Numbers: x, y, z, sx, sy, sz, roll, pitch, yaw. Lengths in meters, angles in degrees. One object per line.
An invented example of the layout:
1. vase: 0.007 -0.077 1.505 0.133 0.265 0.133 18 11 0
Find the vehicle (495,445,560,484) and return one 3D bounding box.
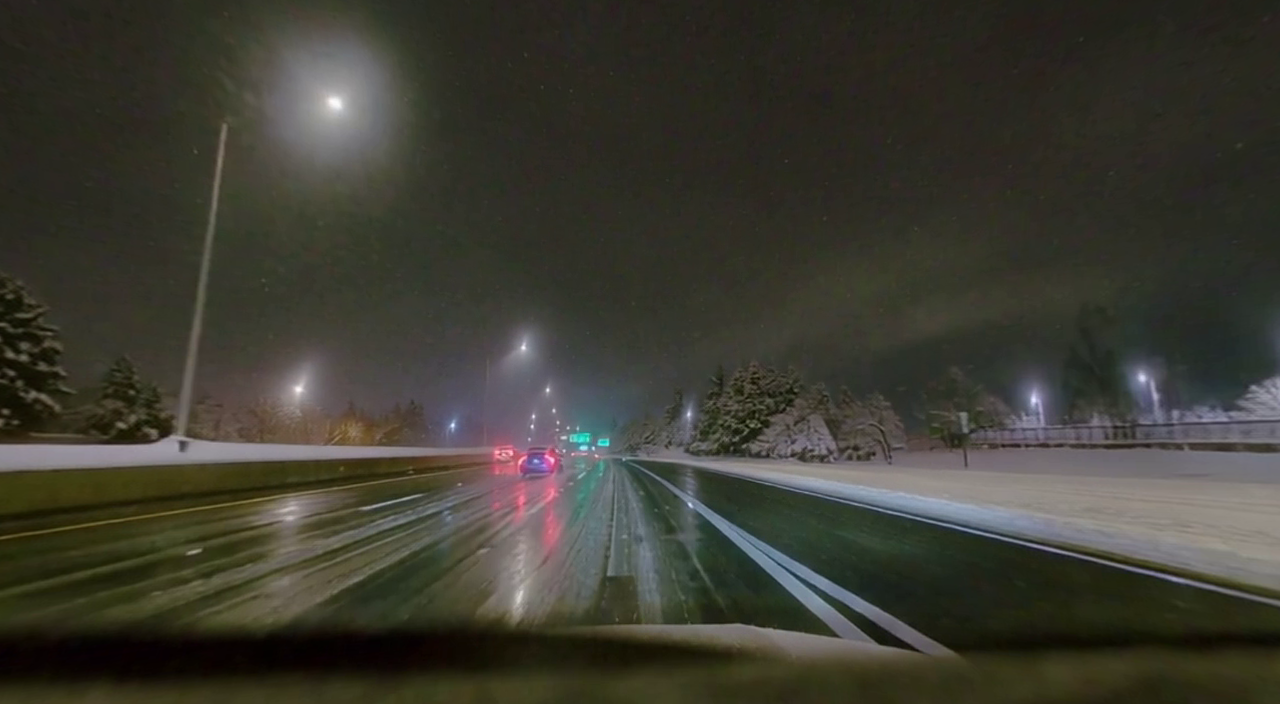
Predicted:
1. vehicle: -4.654 4.722 26.837 2.050 1.507 4.316 0 -8 -1
